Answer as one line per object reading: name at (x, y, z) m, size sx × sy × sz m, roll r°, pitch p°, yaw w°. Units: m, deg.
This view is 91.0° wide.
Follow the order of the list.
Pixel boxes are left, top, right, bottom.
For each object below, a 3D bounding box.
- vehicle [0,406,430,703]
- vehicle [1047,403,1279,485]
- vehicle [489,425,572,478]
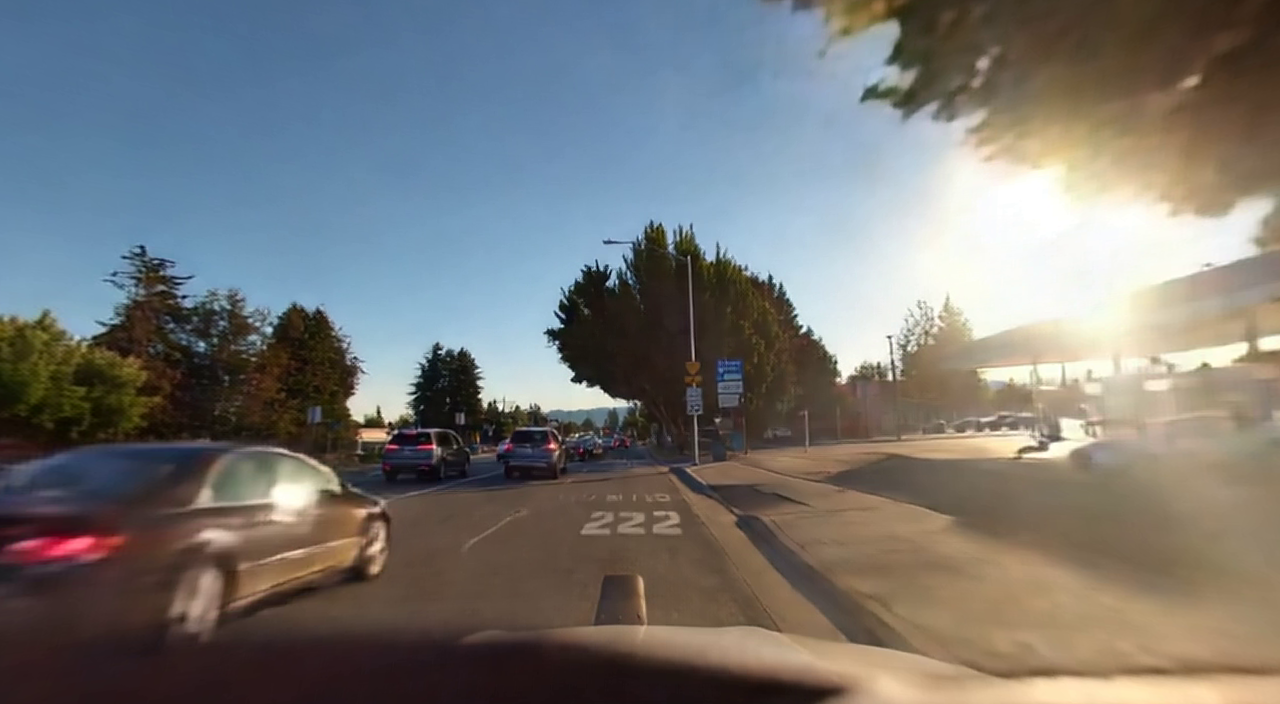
vehicle at (-3.385, 1.279, 4.959) m, size 1.888 × 1.452 × 4.303 m, roll 0°, pitch -8°, yaw 1°
vehicle at (12.202, 2.058, 14.343) m, size 4.385 × 1.439 × 1.912 m, roll -5°, pitch -7°, yaw 4°
vehicle at (-3.990, 3.729, 23.853) m, size 2.306 × 1.815 × 4.476 m, roll 0°, pitch -8°, yaw 1°
